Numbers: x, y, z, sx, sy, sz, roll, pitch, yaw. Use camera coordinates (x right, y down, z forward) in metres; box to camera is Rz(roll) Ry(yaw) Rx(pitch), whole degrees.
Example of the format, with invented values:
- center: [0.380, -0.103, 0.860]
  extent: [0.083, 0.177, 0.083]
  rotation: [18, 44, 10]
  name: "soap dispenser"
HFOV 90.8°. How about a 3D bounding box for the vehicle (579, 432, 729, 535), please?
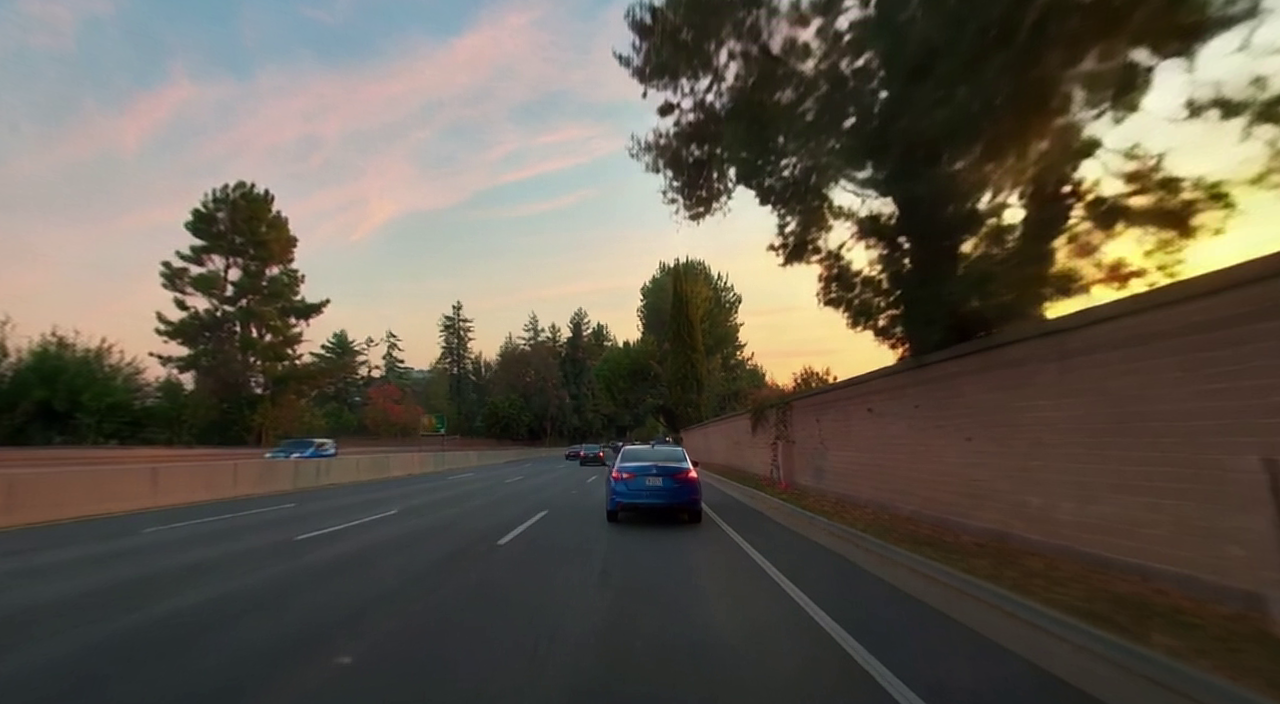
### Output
- center: [0.175, 2.259, 11.524]
  extent: [2.205, 1.509, 4.272]
  rotation: [0, -8, -1]
  name: "vehicle"
